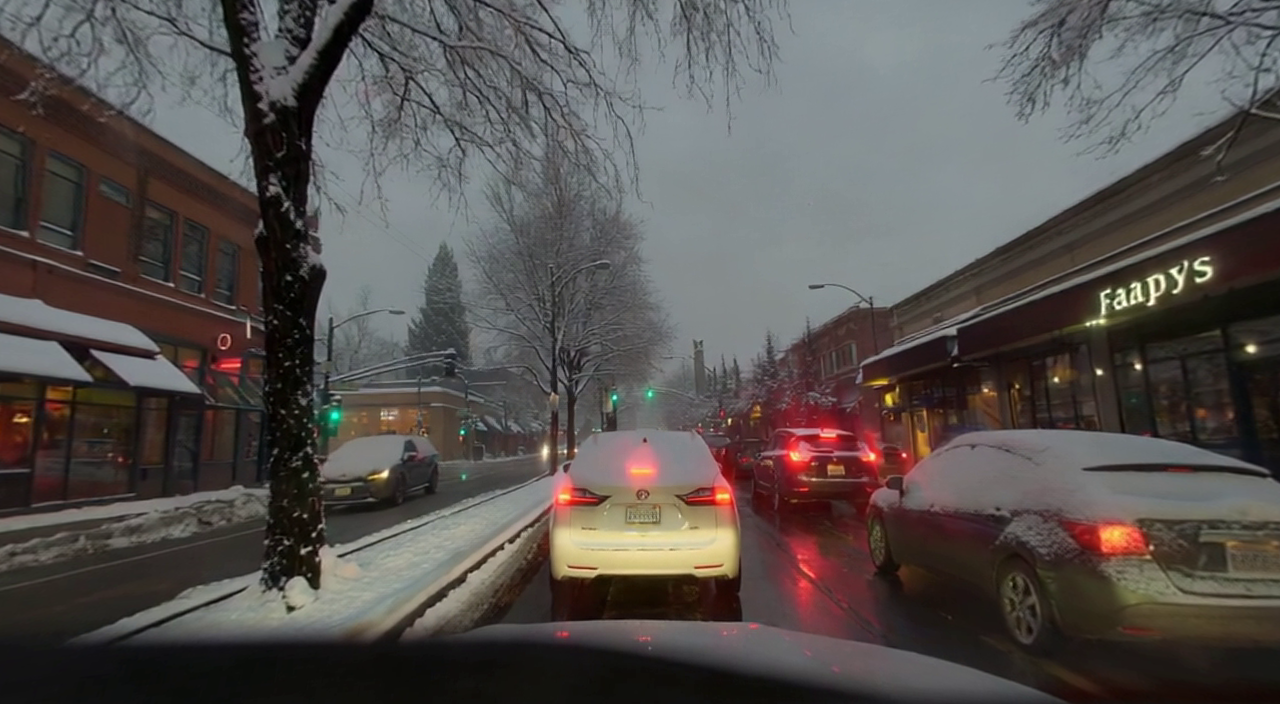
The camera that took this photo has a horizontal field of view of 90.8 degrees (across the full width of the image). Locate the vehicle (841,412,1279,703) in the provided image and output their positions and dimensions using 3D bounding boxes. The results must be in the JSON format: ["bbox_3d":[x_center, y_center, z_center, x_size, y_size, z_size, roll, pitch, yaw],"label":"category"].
[{"bbox_3d":[3.392,1.374,5.398,1.988,1.480,4.195,0,-9,0],"label":"vehicle"}]

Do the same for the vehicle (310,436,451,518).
[{"bbox_3d":[-5.694,2.764,14.572,1.898,1.542,4.689,1,-9,-9],"label":"vehicle"}]

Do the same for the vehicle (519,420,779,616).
[{"bbox_3d":[0.057,1.553,6.720,2.006,1.487,3.535,0,-9,0],"label":"vehicle"}]
